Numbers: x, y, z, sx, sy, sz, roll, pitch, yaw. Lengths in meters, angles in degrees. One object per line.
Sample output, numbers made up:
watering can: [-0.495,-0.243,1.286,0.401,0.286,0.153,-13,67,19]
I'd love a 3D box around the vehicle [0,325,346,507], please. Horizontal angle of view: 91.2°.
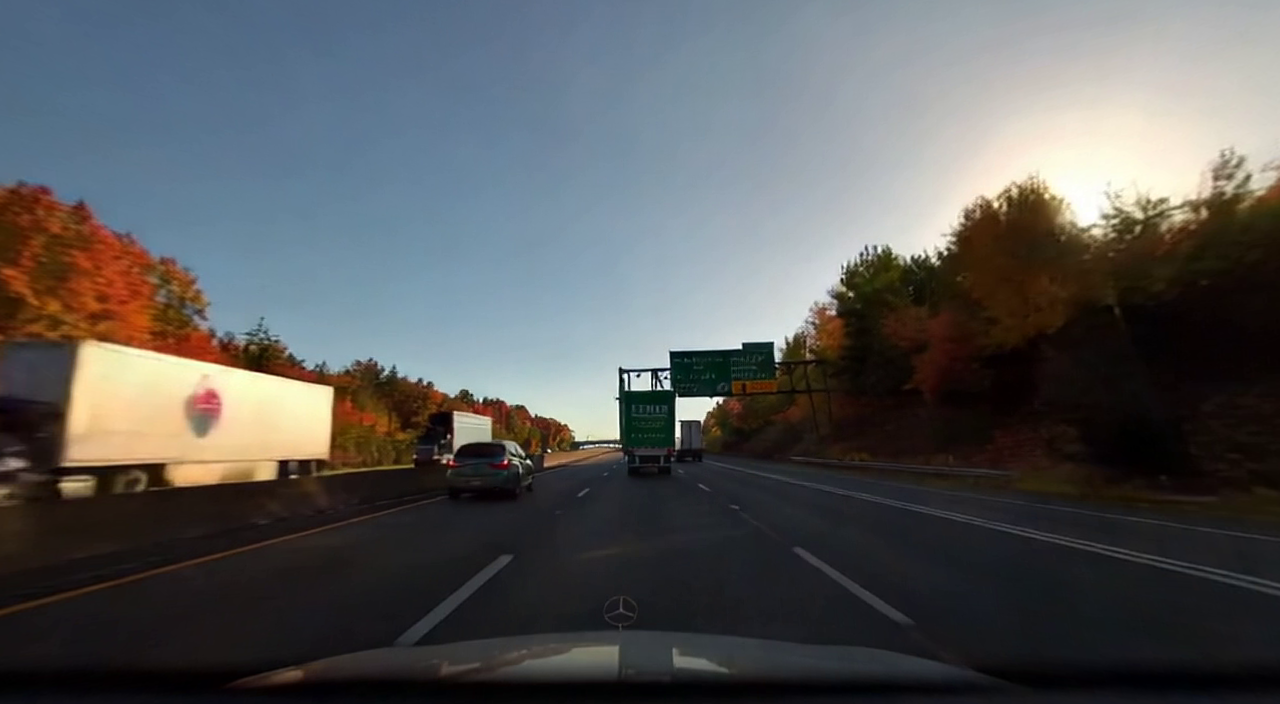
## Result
vehicle: [-15.808,2.648,22.871,3.300,4.600,14.107,0,-9,0]

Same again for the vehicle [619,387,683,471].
vehicle: [0.506,4.518,35.716,3.057,4.073,10.792,0,-9,0]

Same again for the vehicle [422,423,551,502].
vehicle: [-3.677,2.765,16.044,2.097,1.711,4.594,0,-9,1]
